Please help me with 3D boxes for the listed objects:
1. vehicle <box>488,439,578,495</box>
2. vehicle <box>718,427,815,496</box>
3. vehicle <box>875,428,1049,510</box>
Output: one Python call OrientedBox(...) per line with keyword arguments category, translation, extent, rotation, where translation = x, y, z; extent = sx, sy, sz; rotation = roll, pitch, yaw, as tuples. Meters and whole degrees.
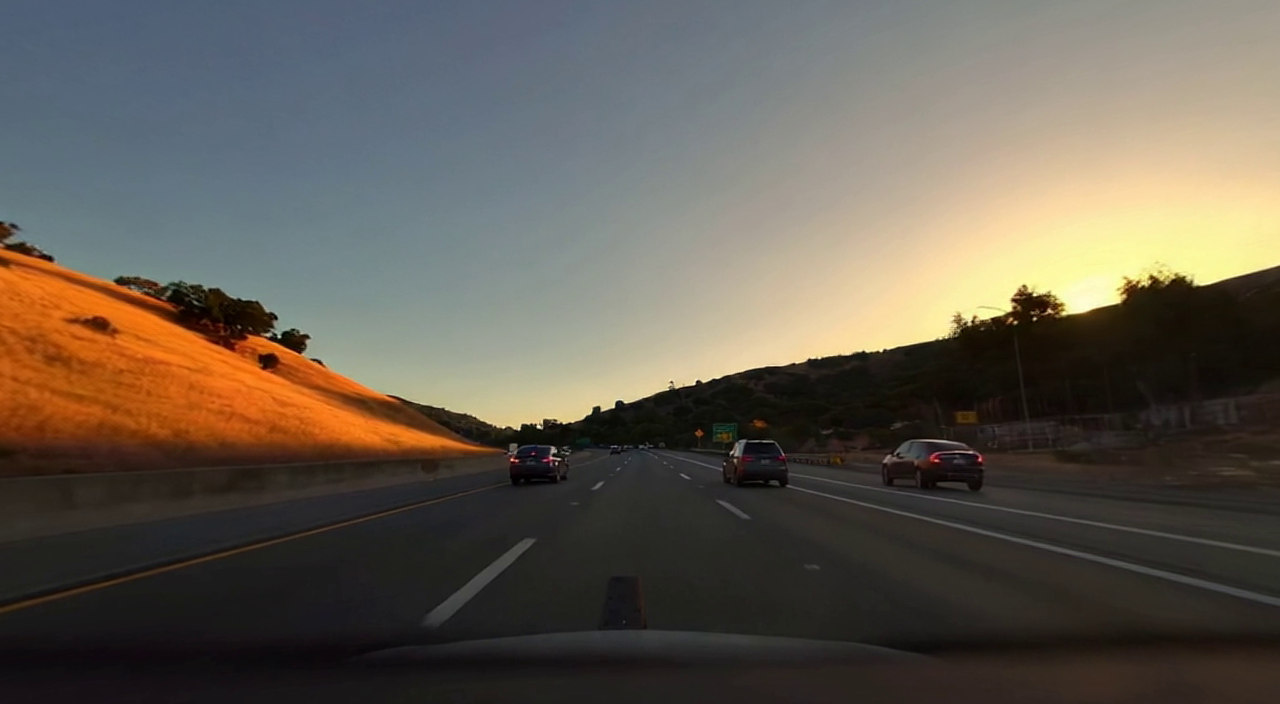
OrientedBox(category="vehicle", translation=(-3.476, 3.831, 21.443), extent=(2.166, 1.672, 4.388), rotation=(-1, -8, 2))
OrientedBox(category="vehicle", translation=(3.924, 3.488, 20.521), extent=(2.121, 1.925, 5.056), rotation=(0, -8, 0))
OrientedBox(category="vehicle", translation=(7.679, 2.802, 15.632), extent=(1.998, 1.717, 4.338), rotation=(0, -8, 0))
